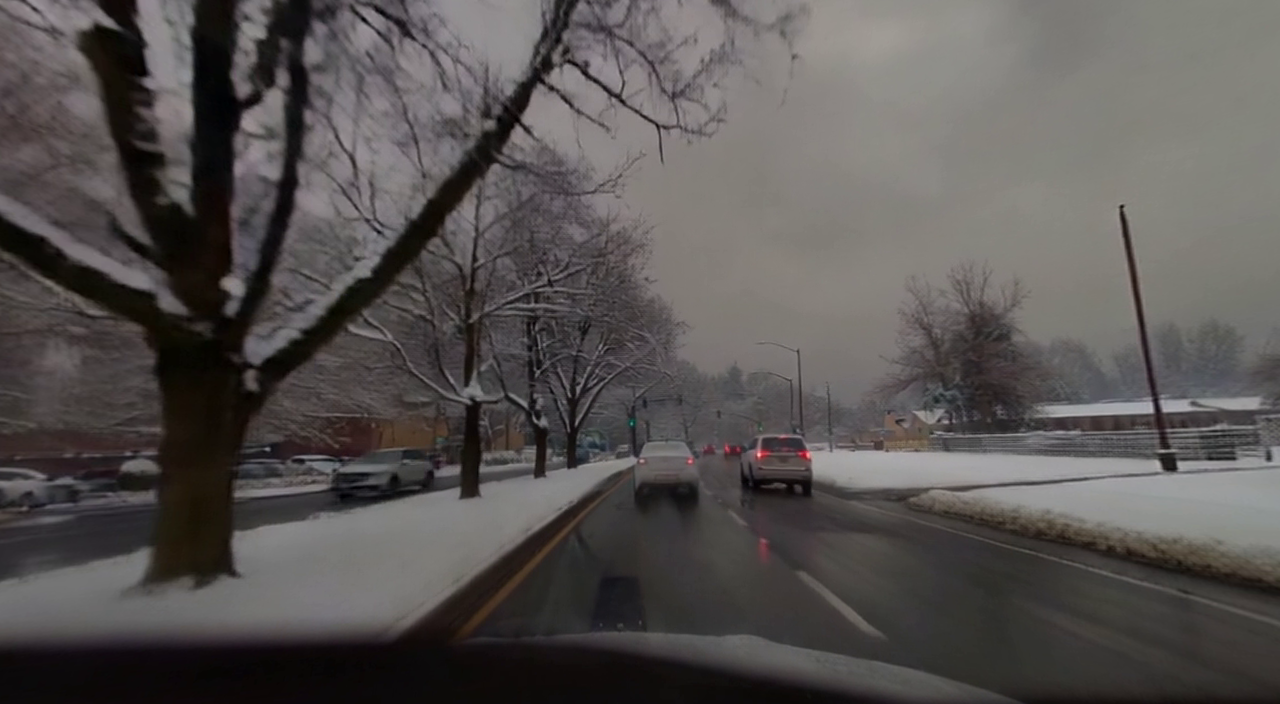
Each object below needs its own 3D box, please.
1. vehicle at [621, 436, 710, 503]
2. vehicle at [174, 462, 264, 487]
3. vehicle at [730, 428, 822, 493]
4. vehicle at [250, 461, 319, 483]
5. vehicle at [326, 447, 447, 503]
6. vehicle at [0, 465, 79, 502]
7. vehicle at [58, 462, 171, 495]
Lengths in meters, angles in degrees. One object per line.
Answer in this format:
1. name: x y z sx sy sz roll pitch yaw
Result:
1. vehicle: 0.678 3.123 17.256 2.154 1.585 3.997 -1 -8 2
2. vehicle: -27.079 7.856 40.623 4.366 1.486 2.072 -1 -8 5
3. vehicle: 4.263 3.483 20.650 1.953 1.818 5.299 -1 -8 2
4. vehicle: -25.743 8.680 45.726 4.011 1.473 1.913 -2 -8 10
5. vehicle: -7.719 3.766 19.726 1.773 1.449 4.322 -4 -9 4
6. vehicle: -27.531 5.742 27.682 4.106 1.465 1.869 -1 -8 5
7. vehicle: -27.577 6.632 33.156 4.434 1.582 1.946 -1 -8 7
